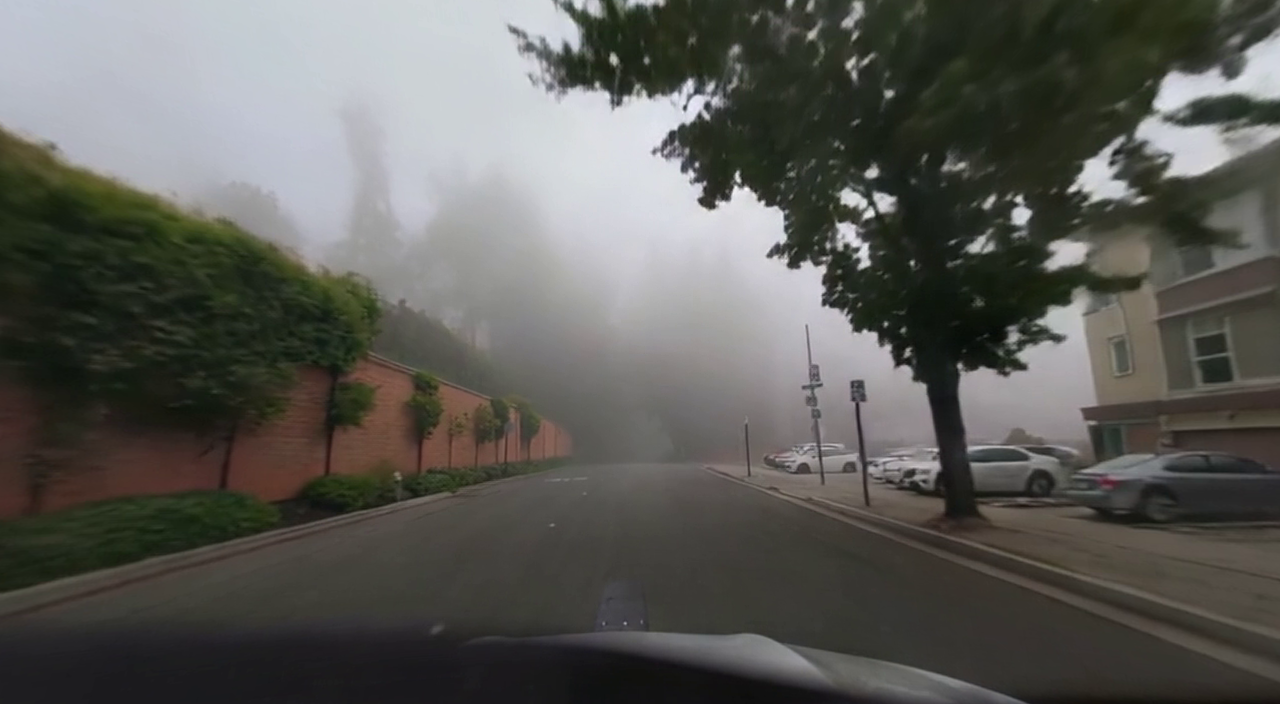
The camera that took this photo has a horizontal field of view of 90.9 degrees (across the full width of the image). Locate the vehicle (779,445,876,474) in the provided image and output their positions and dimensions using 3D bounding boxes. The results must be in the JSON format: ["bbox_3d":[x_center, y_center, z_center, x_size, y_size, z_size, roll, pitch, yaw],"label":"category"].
[{"bbox_3d":[9.682,5.586,32.755,4.309,1.442,2.145,0,-10,-1],"label":"vehicle"}]

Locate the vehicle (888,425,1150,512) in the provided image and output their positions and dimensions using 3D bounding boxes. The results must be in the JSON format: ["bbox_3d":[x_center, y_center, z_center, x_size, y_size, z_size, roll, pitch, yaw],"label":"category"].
[{"bbox_3d":[10.036,3.101,17.181,5.544,2.115,2.380,0,-8,2],"label":"vehicle"}]

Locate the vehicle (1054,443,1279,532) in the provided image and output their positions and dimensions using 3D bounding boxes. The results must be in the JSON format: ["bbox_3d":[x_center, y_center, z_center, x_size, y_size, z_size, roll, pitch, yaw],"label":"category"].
[{"bbox_3d":[11.008,2.510,12.040,4.617,1.501,2.151,-1,-9,1],"label":"vehicle"}]
